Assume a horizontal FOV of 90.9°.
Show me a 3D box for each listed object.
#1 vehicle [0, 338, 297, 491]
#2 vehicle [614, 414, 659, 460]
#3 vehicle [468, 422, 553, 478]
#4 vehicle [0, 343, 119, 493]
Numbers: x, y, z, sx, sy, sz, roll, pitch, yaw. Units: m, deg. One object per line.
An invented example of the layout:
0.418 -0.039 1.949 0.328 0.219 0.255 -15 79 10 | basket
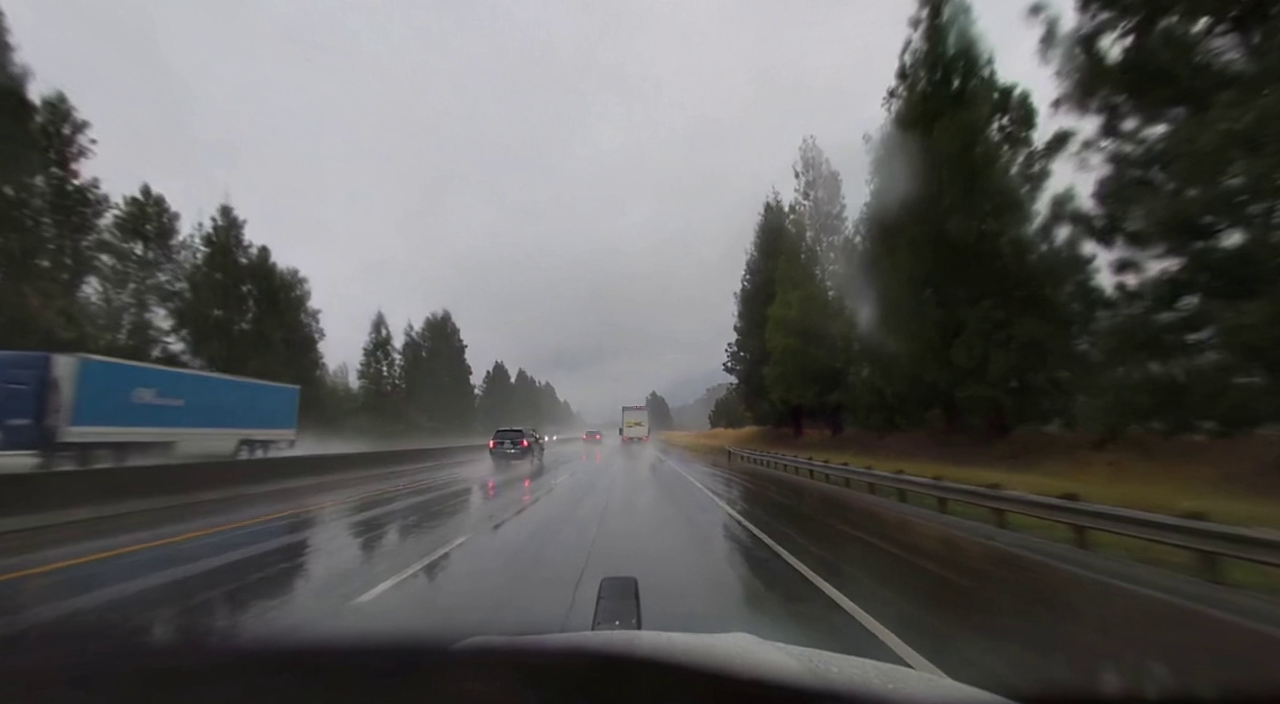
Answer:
-17.743 2.506 22.871 2.868 3.862 14.031 0 -8 -1 | vehicle
-0.260 5.073 37.739 2.526 2.531 5.026 0 -8 -1 | vehicle
-4.372 3.376 22.012 2.049 1.726 4.291 0 -8 0 | vehicle
-17.636 1.706 16.179 3.010 3.760 6.302 0 -8 -1 | vehicle
